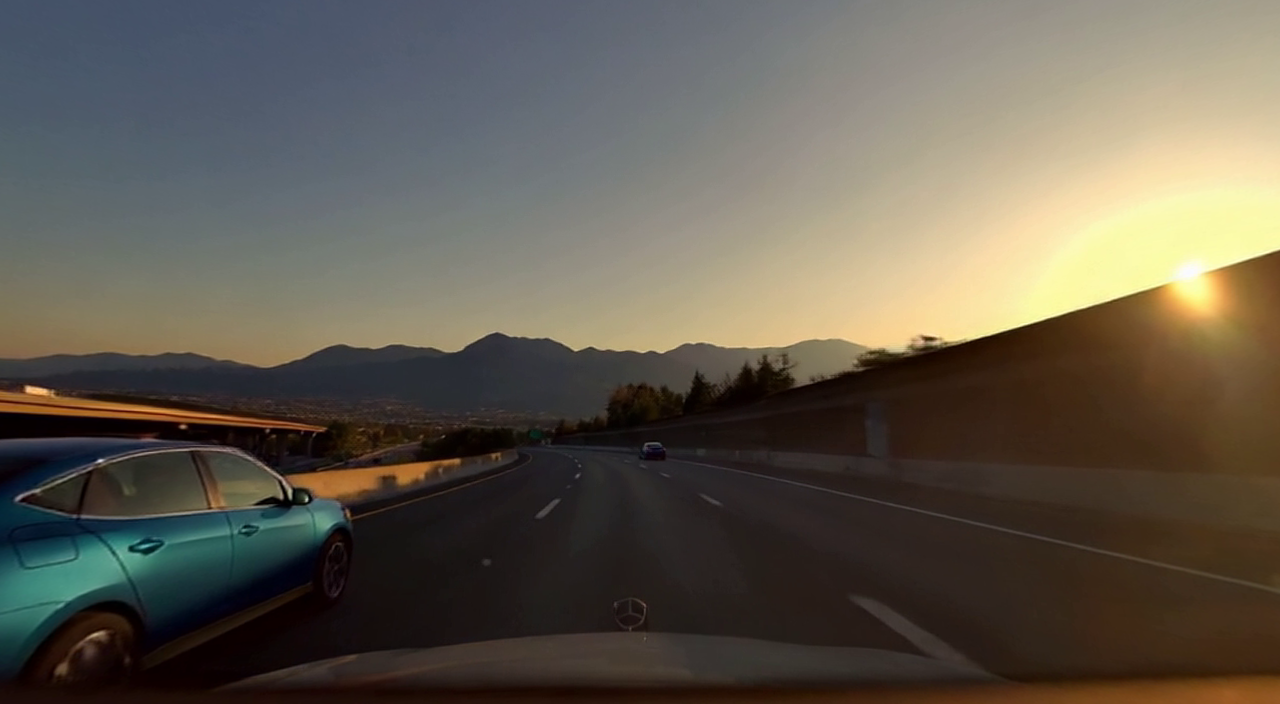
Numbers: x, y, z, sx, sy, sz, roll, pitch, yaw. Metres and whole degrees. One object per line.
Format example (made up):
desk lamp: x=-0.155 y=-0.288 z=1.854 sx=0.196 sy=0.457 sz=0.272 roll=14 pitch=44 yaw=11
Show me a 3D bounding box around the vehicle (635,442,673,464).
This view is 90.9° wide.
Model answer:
vehicle: x=0.917 y=7.214 z=44.949 sx=1.985 sy=1.440 sz=4.466 roll=1 pitch=-9 yaw=-8
